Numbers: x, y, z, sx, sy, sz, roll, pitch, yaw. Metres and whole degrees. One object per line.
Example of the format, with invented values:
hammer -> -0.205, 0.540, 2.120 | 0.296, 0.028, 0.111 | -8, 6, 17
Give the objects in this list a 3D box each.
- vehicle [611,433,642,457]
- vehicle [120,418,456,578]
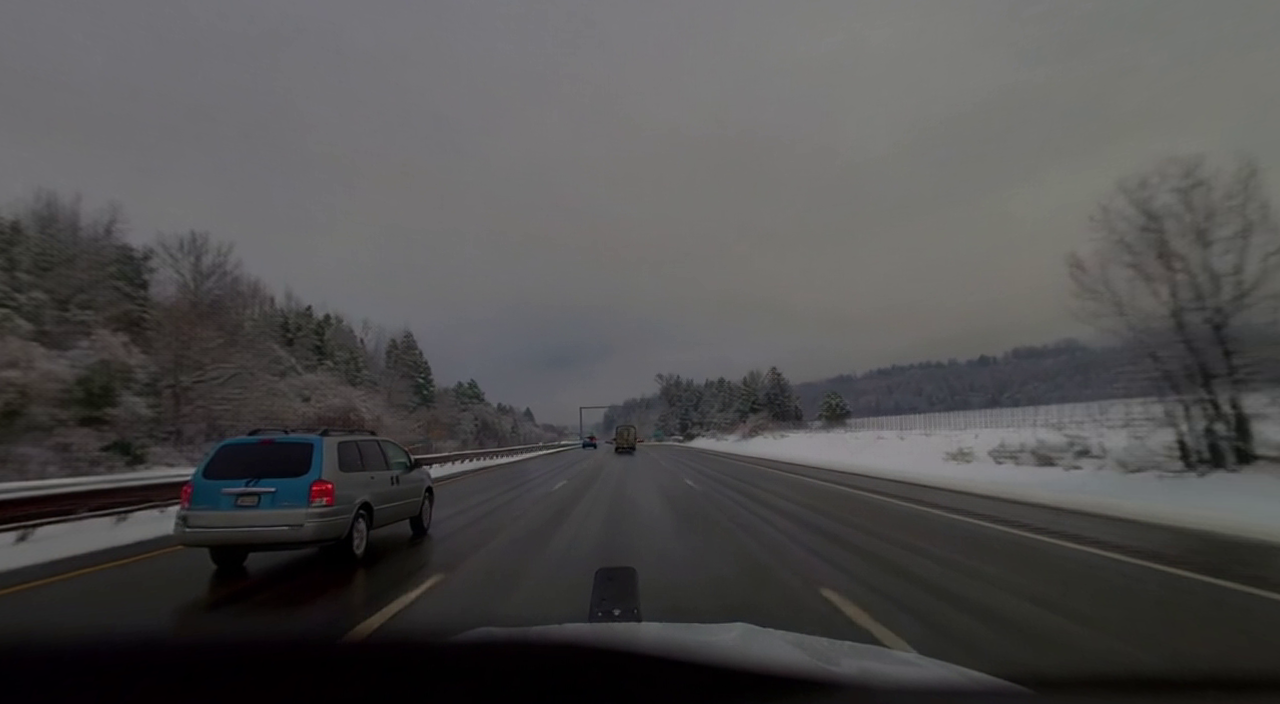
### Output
vehicle -> -0.941, 6.740, 45.639 | 2.162, 1.616, 4.242 | 0, -8, 0
vehicle -> -3.910, 1.655, 8.014 | 1.931, 1.483, 4.105 | 0, -8, -1
